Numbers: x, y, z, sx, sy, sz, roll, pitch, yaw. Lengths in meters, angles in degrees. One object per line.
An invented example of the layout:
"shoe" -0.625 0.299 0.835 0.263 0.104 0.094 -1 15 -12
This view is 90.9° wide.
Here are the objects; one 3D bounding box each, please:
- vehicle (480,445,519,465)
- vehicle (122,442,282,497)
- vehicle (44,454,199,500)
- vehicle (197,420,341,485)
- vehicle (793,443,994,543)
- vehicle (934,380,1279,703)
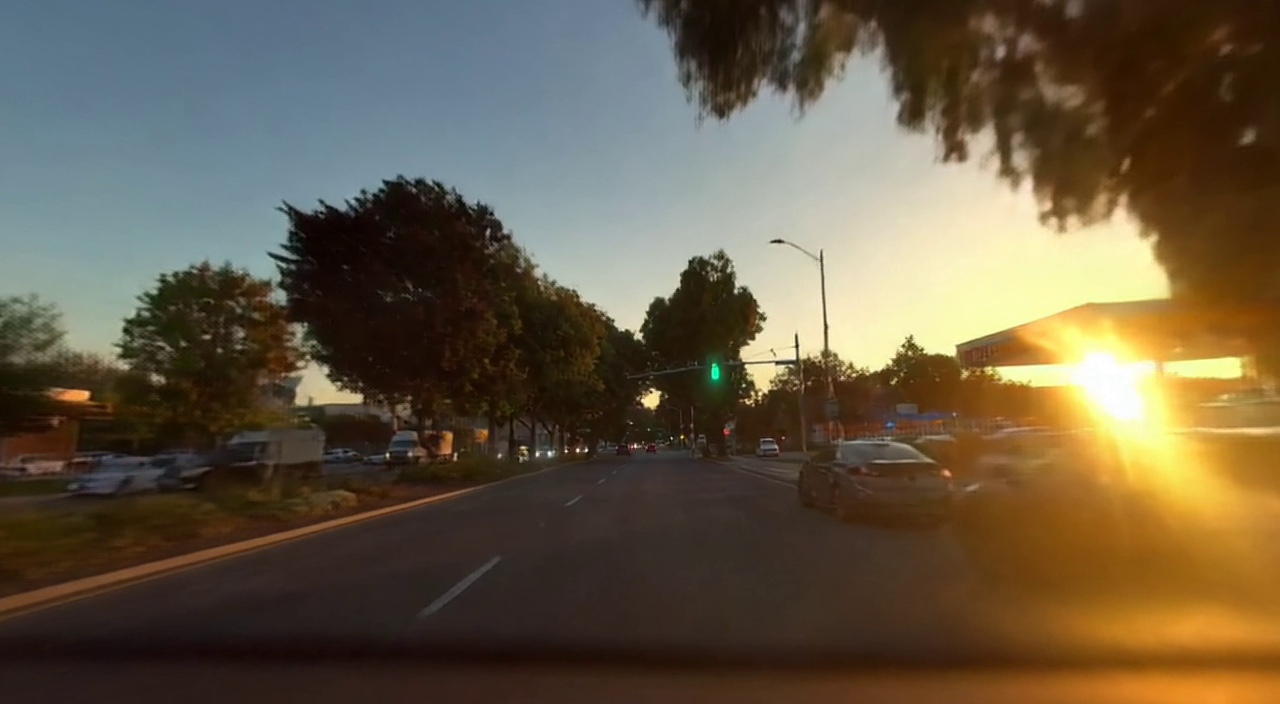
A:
"vehicle" -10.956 8.033 49.452 1.860 1.495 4.409 0 -9 2
"vehicle" -14.508 3.881 21.290 1.977 1.619 4.612 0 -9 1
"vehicle" -18.883 4.539 23.292 1.817 1.460 4.524 0 -9 1
"vehicle" -18.693 5.130 32.475 2.837 2.953 7.214 0 -9 2
"vehicle" 4.200 2.384 11.429 1.963 1.411 4.637 -1 -9 3
"vehicle" 4.309 1.224 4.594 2.179 1.709 4.512 0 -9 1
